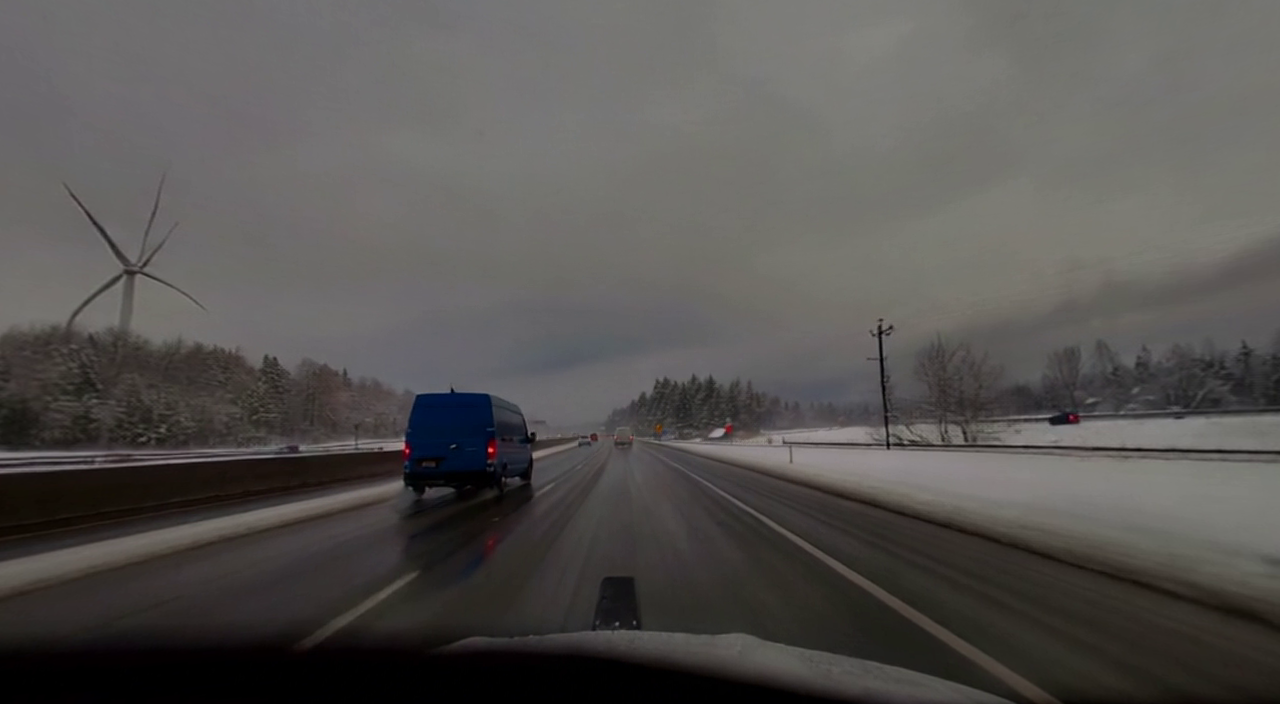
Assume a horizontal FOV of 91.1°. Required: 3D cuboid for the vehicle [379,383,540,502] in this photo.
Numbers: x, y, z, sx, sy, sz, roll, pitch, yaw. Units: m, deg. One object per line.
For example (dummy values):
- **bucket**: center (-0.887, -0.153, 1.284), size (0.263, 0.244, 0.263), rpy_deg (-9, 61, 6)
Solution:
- **vehicle**: center (-3.939, 2.110, 14.931), size (2.303, 2.323, 5.089), rpy_deg (0, -8, 0)
